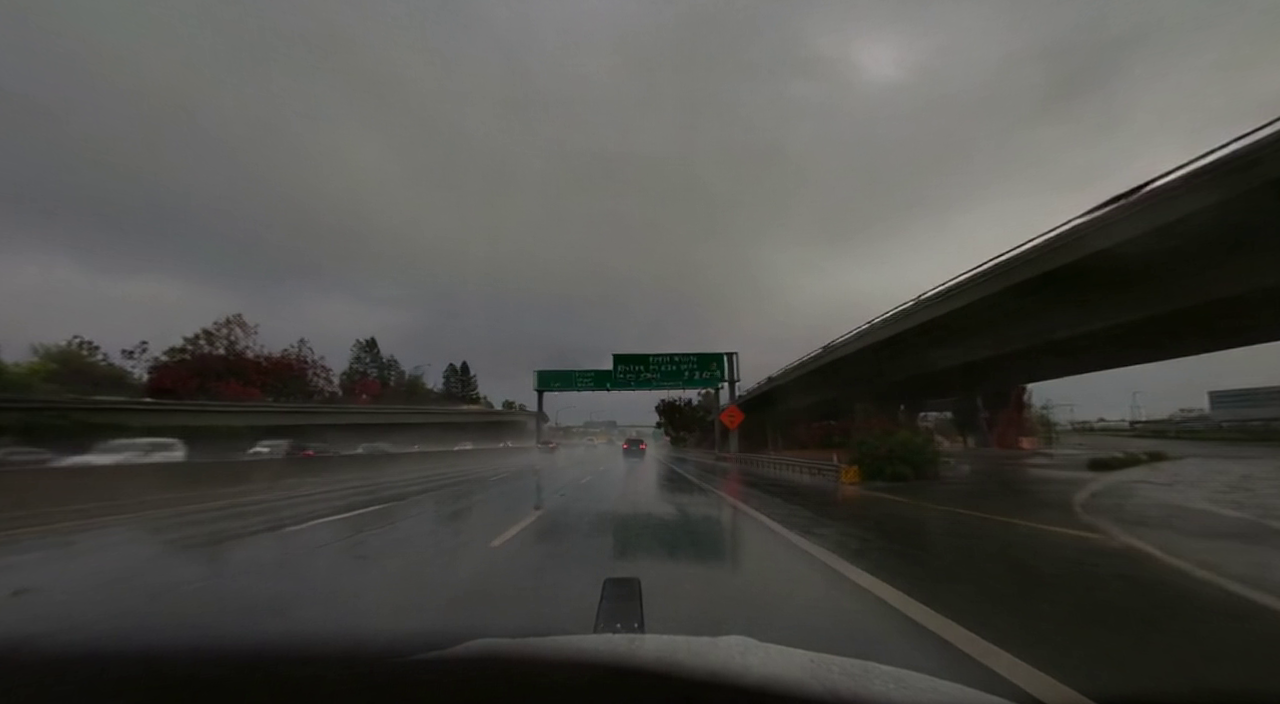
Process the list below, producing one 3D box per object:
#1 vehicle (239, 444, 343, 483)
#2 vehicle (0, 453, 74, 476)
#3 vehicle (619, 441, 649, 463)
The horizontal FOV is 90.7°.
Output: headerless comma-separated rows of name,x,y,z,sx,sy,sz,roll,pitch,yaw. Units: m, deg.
vehicle,-14.769,4.702,27.103,1.969,1.486,4.395,0,-8,0
vehicle,-43.348,7.990,45.086,1.771,1.444,4.547,0,-8,-1
vehicle,-0.472,7.268,46.232,2.086,1.472,4.168,0,-8,-1
